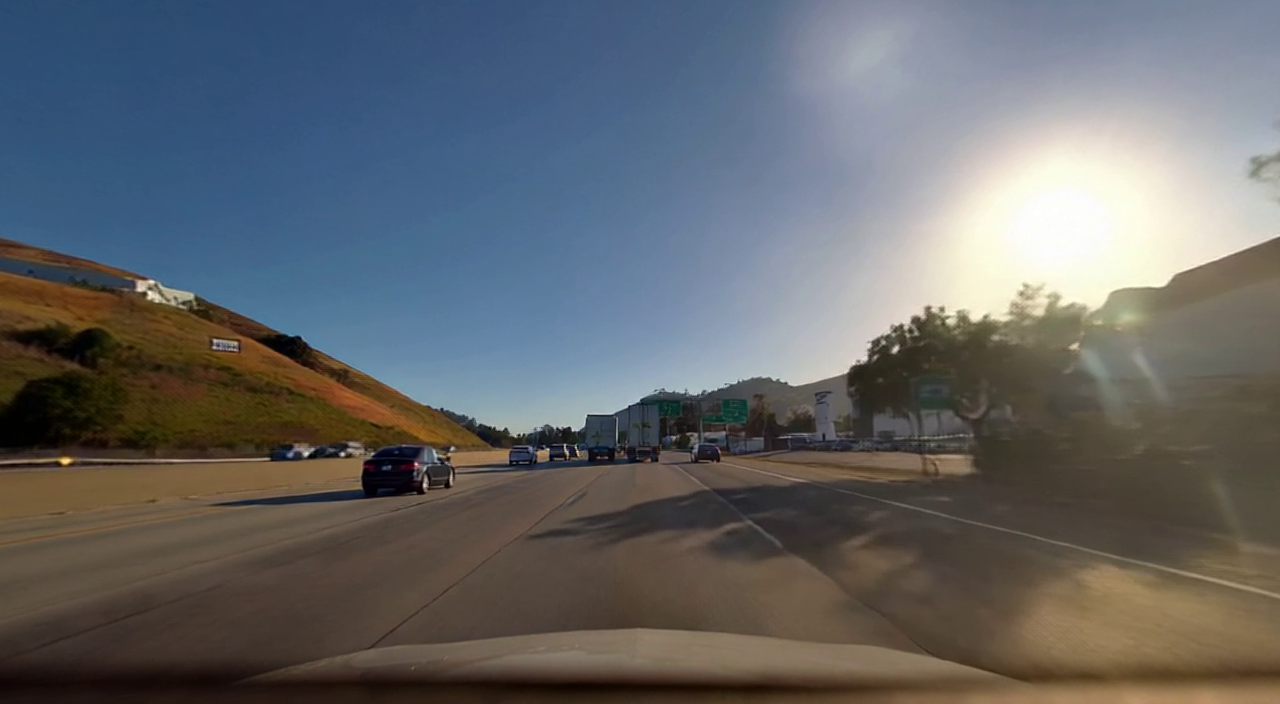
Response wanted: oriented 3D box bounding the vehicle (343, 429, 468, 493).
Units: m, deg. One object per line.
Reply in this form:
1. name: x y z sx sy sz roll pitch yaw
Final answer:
1. vehicle: -7.116 3.342 19.728 2.122 1.754 4.379 0 -9 1

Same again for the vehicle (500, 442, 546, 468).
1. vehicle: -7.066 6.284 38.633 1.891 1.460 4.506 0 -9 1

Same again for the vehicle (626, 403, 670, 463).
1. vehicle: 0.472 6.371 48.931 2.969 4.104 10.906 0 -9 -1

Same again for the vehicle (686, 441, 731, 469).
1. vehicle: 3.770 5.752 35.421 2.006 1.452 4.246 0 -9 0
